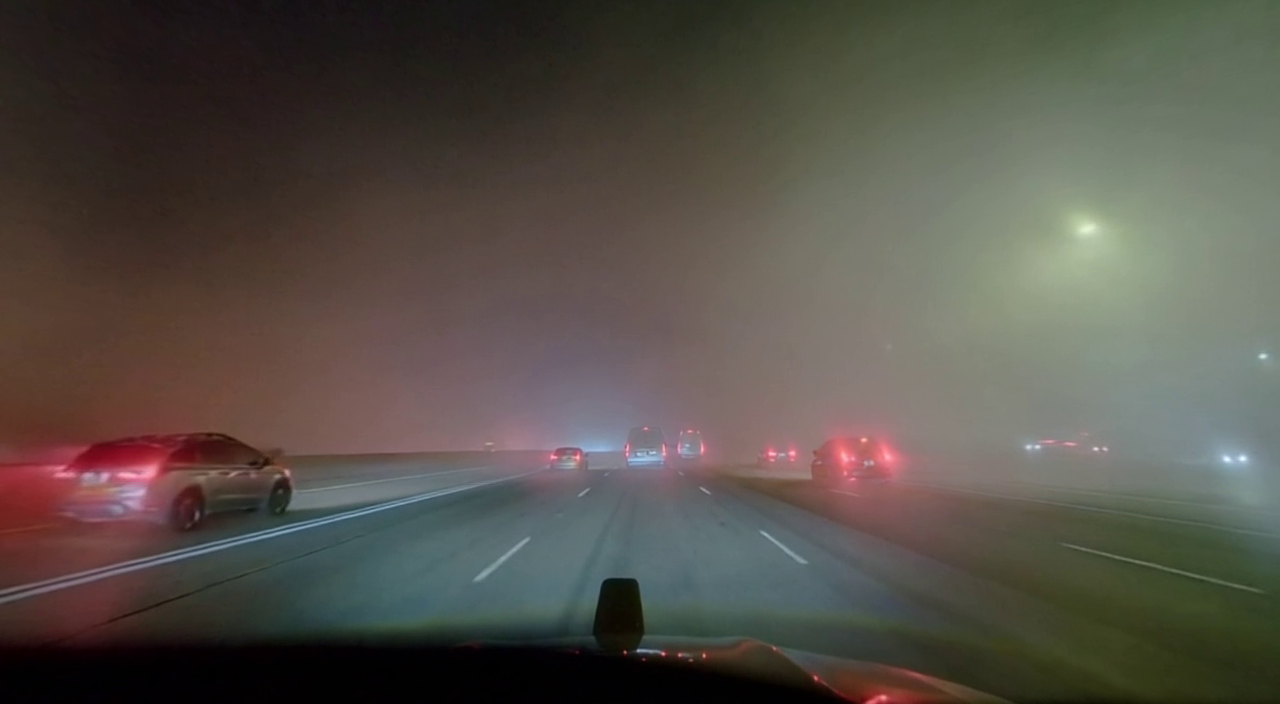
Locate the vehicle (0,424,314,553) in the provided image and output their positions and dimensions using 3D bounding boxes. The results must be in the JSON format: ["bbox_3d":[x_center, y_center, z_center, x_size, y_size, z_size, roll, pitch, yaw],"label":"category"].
[{"bbox_3d":[-7.658,2.087,10.379,2.108,1.619,4.548,0,-9,0],"label":"vehicle"}]

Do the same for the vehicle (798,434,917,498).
[{"bbox_3d":[6.360,3.374,19.071,2.146,1.678,4.489,0,-9,2],"label":"vehicle"}]

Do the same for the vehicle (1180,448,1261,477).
[{"bbox_3d":[37.981,7.180,41.336,2.039,1.718,4.674,-3,-9,18],"label":"vehicle"}]

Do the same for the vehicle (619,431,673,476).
[{"bbox_3d":[0.313,5.105,31.866,2.509,2.062,4.639,0,-9,1],"label":"vehicle"}]

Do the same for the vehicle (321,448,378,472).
[{"bbox_3d":[-18.957,7.049,41.248,1.843,1.487,3.747,0,-9,2],"label":"vehicle"}]

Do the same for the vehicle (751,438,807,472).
[{"bbox_3d":[8.008,5.977,36.843,2.147,1.808,5.243,0,-9,0],"label":"vehicle"}]

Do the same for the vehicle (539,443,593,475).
[{"bbox_3d":[-3.732,5.487,32.596,2.173,1.542,4.781,0,-9,1],"label":"vehicle"}]
